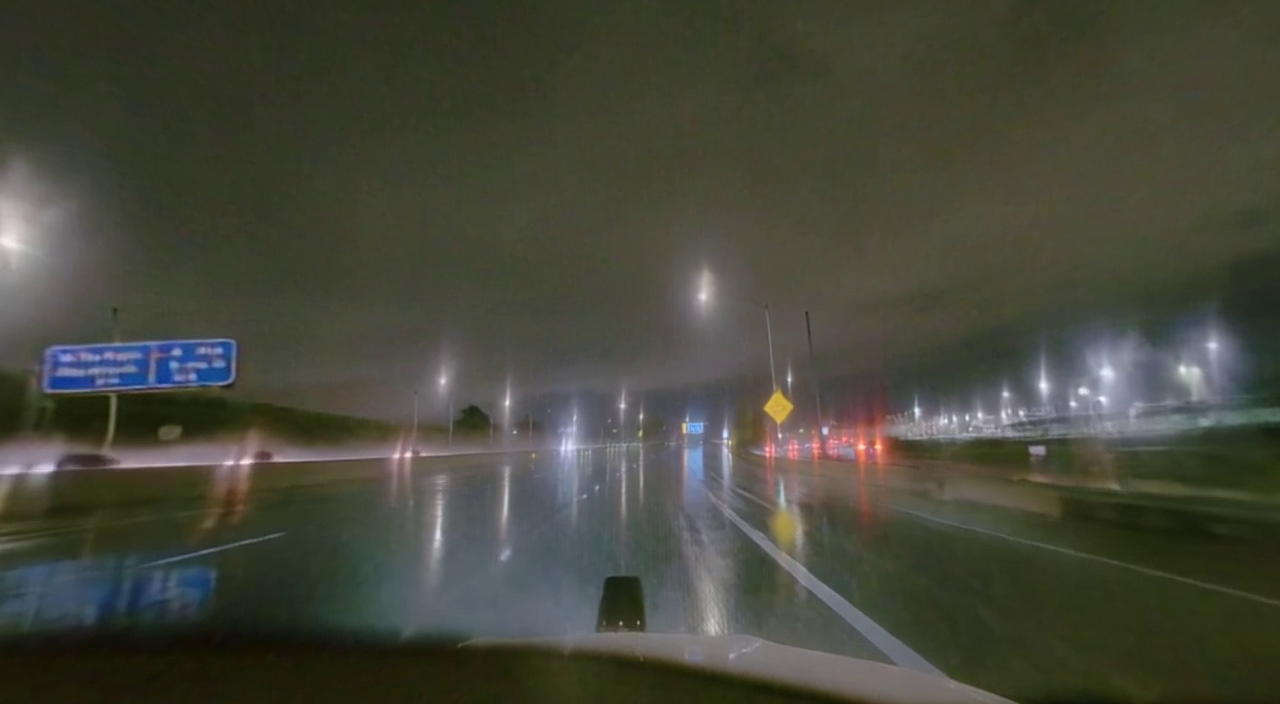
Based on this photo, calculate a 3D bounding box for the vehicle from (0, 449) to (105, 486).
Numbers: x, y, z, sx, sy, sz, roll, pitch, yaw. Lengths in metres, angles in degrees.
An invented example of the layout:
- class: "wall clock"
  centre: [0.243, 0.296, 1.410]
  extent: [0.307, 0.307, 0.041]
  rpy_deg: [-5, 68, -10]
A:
- class: "vehicle"
  centre: [-26.588, 5.021, 27.802]
  extent: [1.886, 1.486, 4.484]
  rpy_deg: [-1, -9, 2]

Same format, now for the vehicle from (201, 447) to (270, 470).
- class: "vehicle"
  centre: [-29.377, 7.727, 45.845]
  extent: [1.955, 1.558, 4.353]
  rpy_deg: [-1, -9, 3]
